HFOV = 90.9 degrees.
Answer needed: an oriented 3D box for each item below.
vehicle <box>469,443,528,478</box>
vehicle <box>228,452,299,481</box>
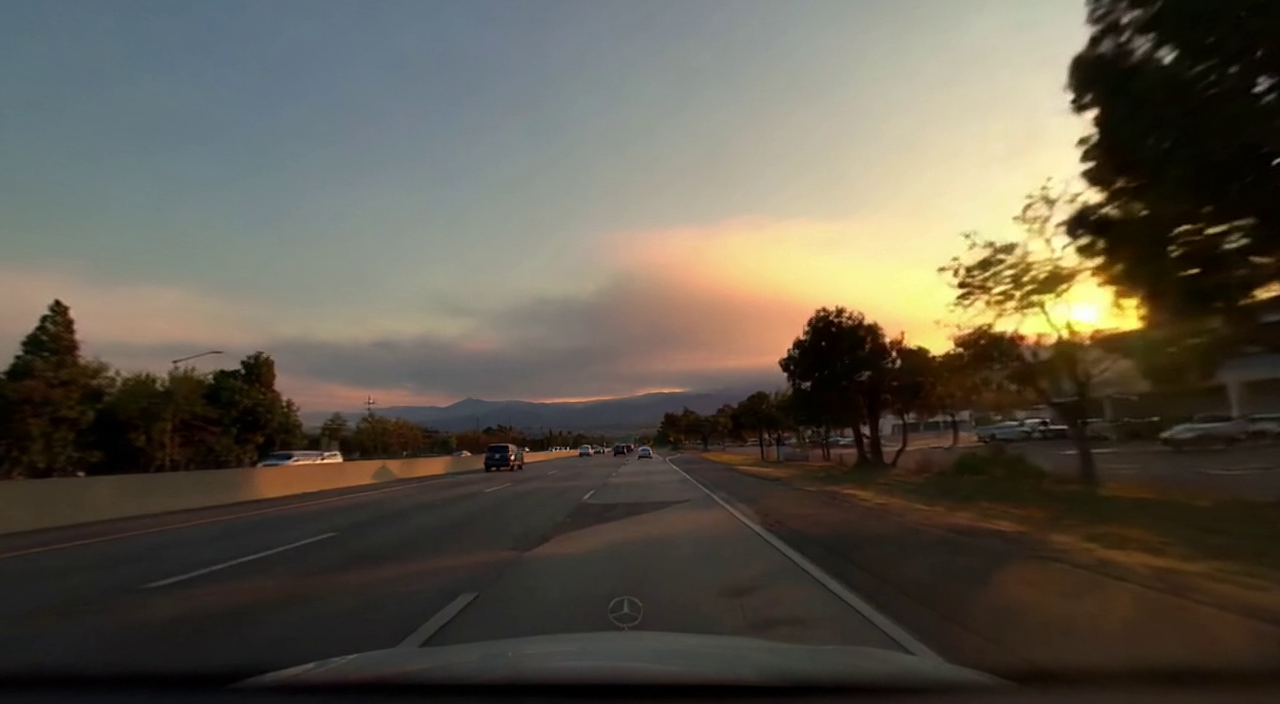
[{"bbox_3d":[-7.311,5.604,32.936,2.021,1.699,4.324,-1,-8,1],"label":"vehicle"},{"bbox_3d":[-24.525,7.443,41.263,1.926,1.679,4.399,-1,-8,0],"label":"vehicle"}]
